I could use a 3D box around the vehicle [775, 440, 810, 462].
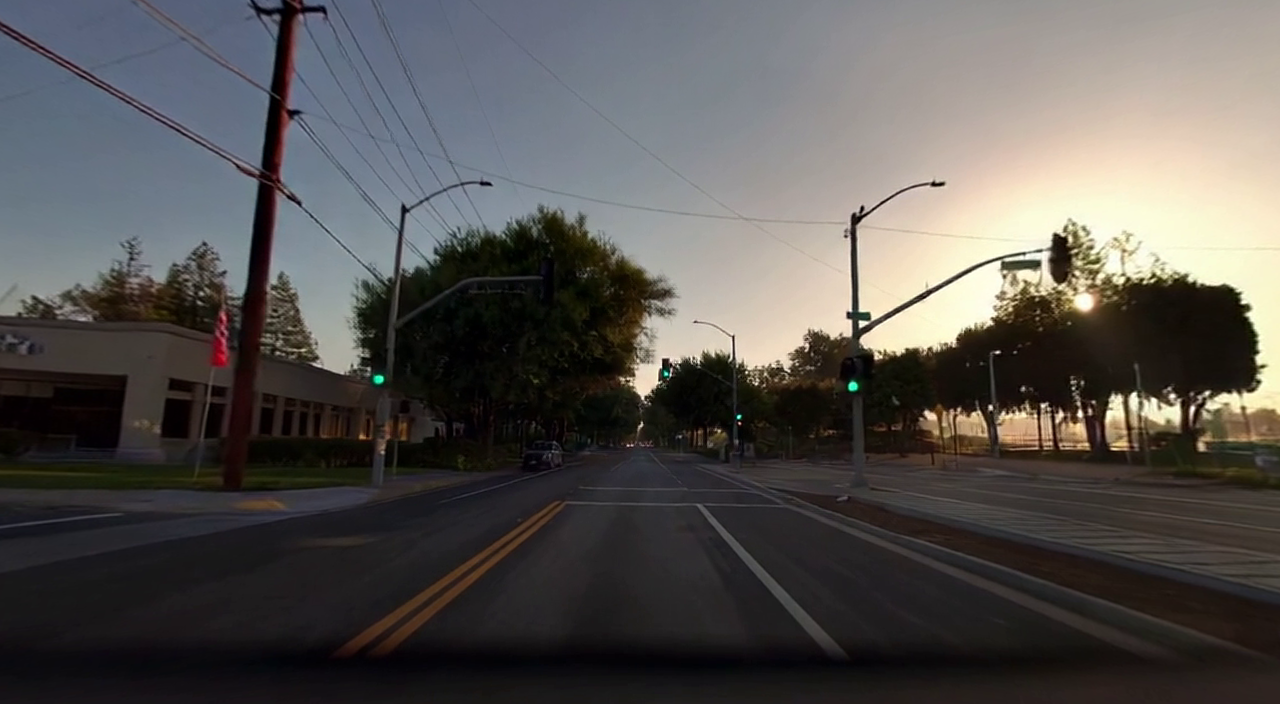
[{"bbox_3d":[11.941,7.759,49.568,1.719,1.583,4.160,0,-8,0],"label":"vehicle"}]
